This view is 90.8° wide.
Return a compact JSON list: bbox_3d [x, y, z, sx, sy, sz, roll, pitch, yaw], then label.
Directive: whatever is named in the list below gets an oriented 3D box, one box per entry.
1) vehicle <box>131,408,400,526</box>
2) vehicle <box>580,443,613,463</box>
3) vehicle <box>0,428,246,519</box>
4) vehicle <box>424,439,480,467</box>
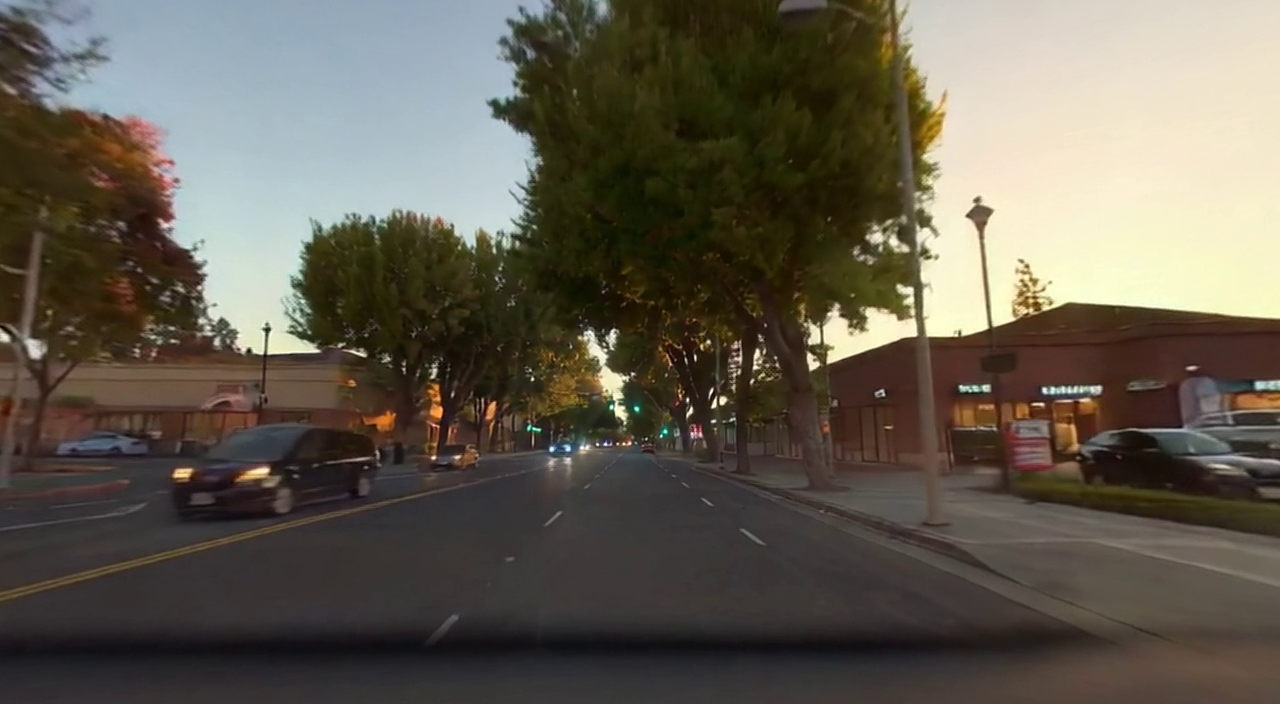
[{"bbox_3d":[-6.734,2.132,12.228,2.322,1.819,4.651,0,-8,0],"label":"vehicle"},{"bbox_3d":[-3.219,7.588,47.719,2.122,1.469,4.388,0,-8,0],"label":"vehicle"},{"bbox_3d":[-10.070,2.241,12.236,2.012,1.429,4.462,0,-8,0],"label":"vehicle"},{"bbox_3d":[-10.488,5.678,35.584,1.952,1.422,4.305,-1,-8,-1],"label":"vehicle"}]
